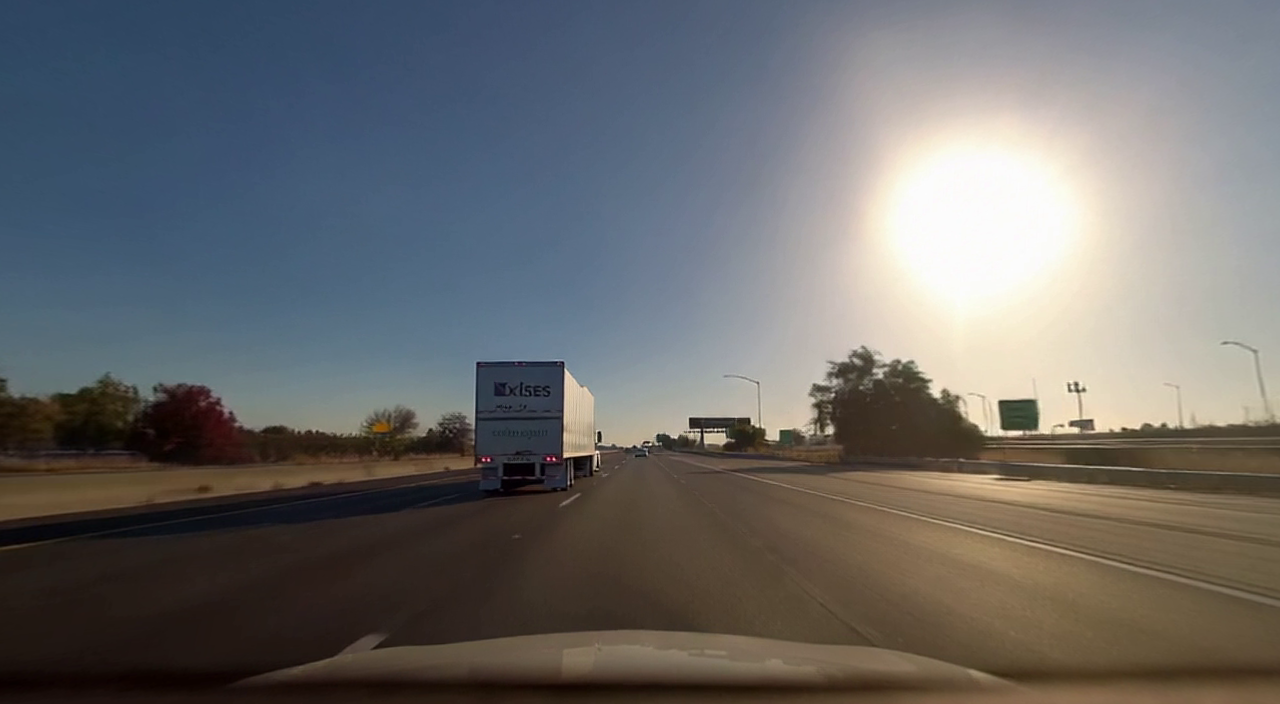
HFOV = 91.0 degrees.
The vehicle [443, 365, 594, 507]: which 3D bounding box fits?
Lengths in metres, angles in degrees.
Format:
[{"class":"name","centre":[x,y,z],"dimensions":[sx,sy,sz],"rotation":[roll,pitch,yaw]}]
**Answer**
[{"class":"vehicle","centre":[-3.240,2.669,19.532],"dimensions":[2.922,3.458,8.360],"rotation":[0,-9,0]}]
